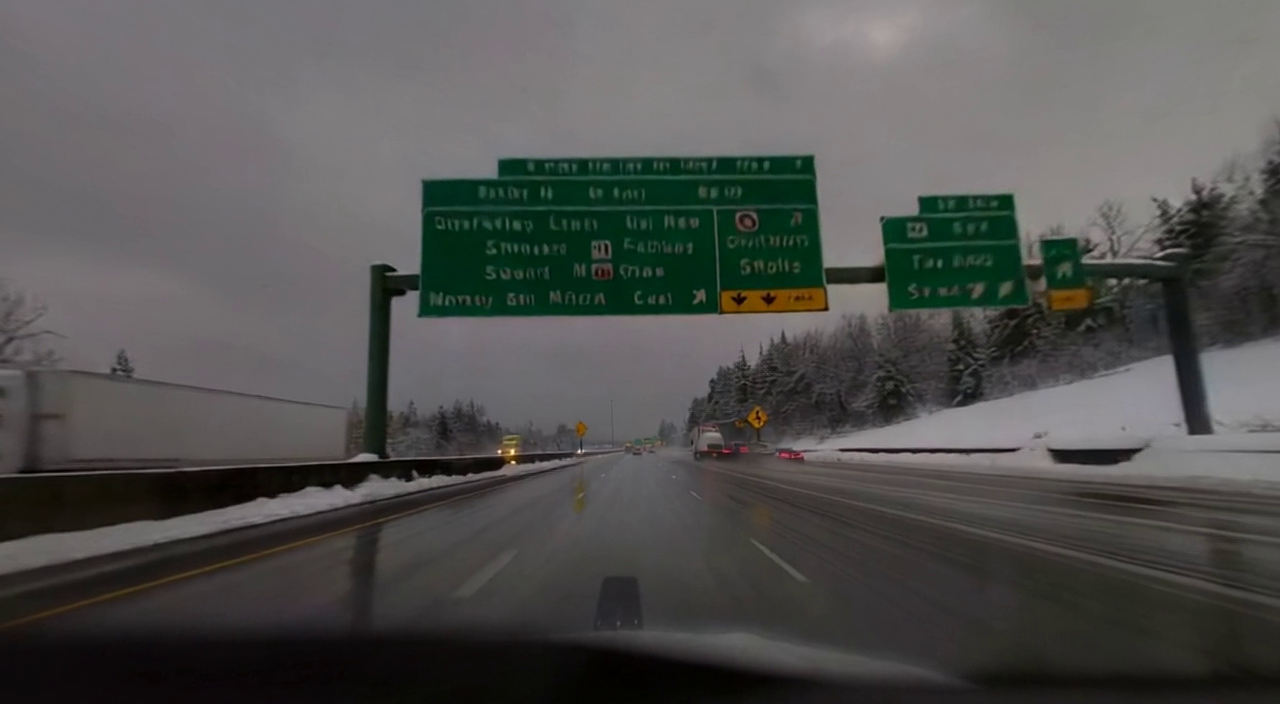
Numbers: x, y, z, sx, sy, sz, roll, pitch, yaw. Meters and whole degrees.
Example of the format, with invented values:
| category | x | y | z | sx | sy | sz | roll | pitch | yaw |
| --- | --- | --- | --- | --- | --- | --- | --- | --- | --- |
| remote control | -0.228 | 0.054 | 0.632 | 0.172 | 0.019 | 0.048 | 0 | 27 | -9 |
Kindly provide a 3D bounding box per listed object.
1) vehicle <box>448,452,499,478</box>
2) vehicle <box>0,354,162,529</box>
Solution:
| category | x | y | z | sx | sy | sz | roll | pitch | yaw |
| --- | --- | --- | --- | --- | --- | --- | --- | --- | --- |
| vehicle | -10.105 | 6.867 | 38.469 | 1.909 | 1.504 | 4.528 | 0 | -9 | 0 |
| vehicle | -16.220 | 2.331 | 16.173 | 2.988 | 3.980 | 5.849 | 0 | -9 | 0 |
